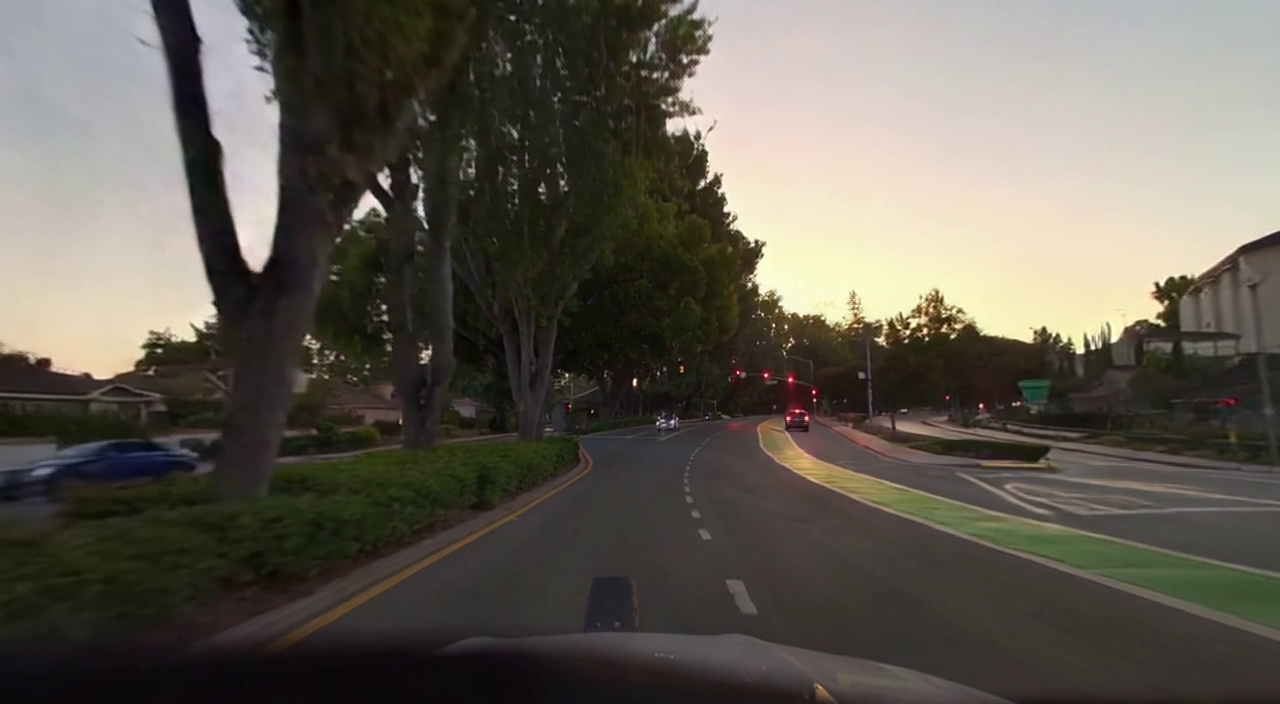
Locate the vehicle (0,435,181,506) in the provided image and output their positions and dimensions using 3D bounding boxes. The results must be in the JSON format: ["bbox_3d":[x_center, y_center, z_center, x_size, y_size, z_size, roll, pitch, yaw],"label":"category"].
[{"bbox_3d":[-14.202,2.917,15.884,1.903,1.504,4.346,-3,-9,3],"label":"vehicle"}]
